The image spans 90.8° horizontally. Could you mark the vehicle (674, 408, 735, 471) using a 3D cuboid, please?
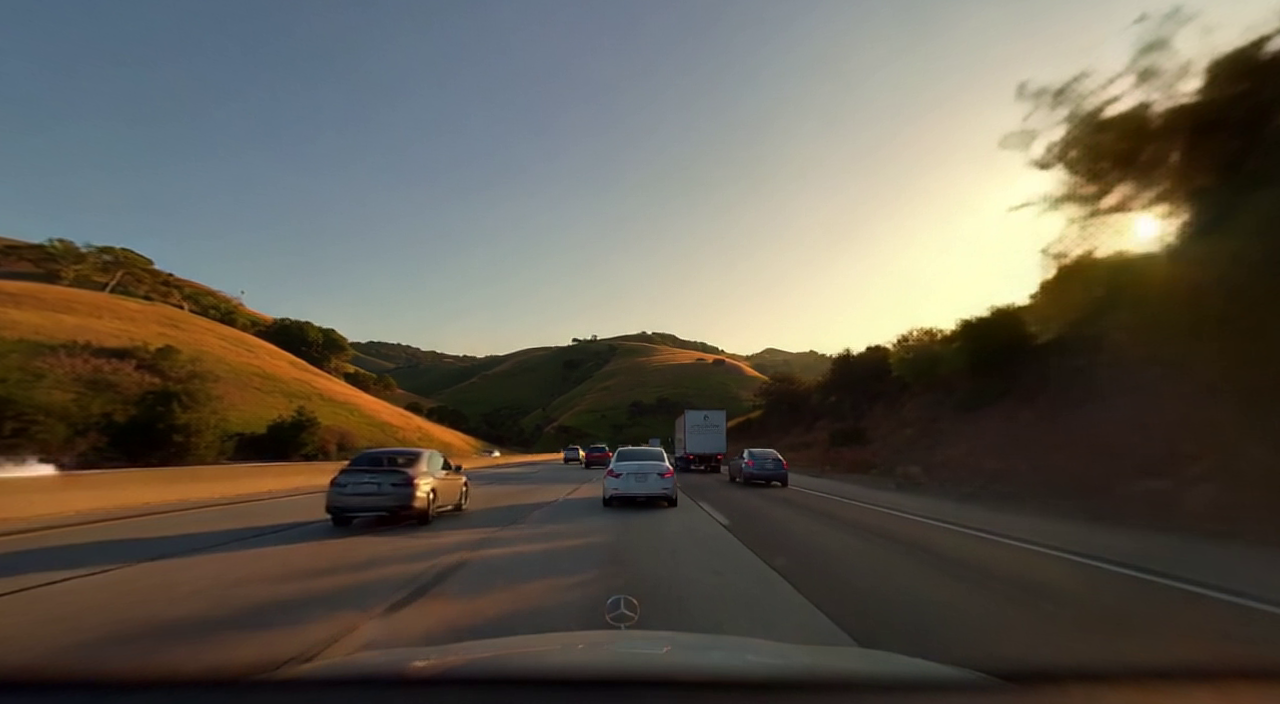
[{"bbox_3d":[4.592,6.891,48.689,3.194,4.038,16.301,0,-9,1],"label":"vehicle"}]

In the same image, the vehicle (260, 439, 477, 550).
[{"bbox_3d":[-4.198,2.253,10.553,1.848,1.486,3.832,0,-9,1],"label":"vehicle"}]

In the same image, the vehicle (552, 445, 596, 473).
[{"bbox_3d":[-4.077,6.715,39.692,2.211,1.669,4.224,0,-9,1],"label":"vehicle"}]

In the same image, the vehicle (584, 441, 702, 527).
[{"bbox_3d":[0.064,2.594,12.844,2.041,1.484,3.535,0,-9,0],"label":"vehicle"}]

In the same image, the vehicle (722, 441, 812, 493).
[{"bbox_3d":[4.161,3.858,21.481,2.029,1.579,4.484,0,-9,-1],"label":"vehicle"}]
